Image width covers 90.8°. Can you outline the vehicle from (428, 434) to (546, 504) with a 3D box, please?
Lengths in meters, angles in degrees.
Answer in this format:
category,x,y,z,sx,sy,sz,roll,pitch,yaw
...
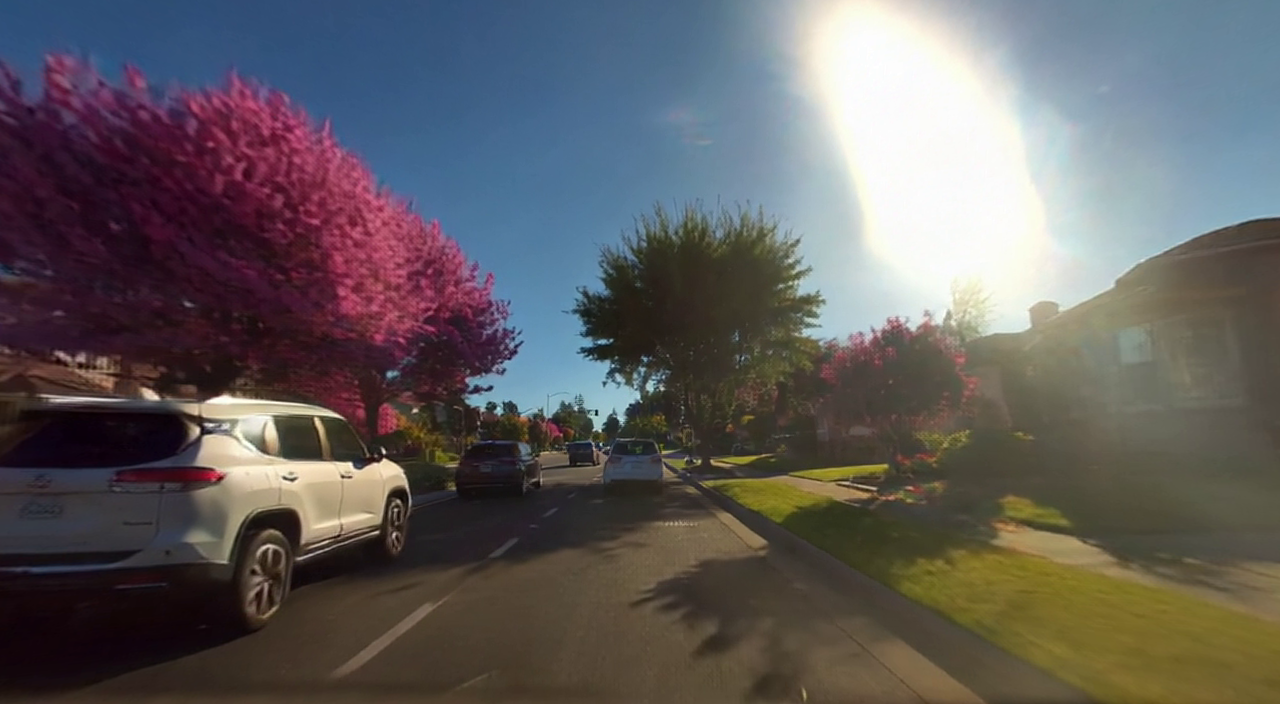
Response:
category,x,y,z,sx,sy,sz,roll,pitch,yaw
vehicle,-3.766,2.941,16.328,2.066,1.565,3.905,0,-8,0

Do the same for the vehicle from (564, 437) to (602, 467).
category,x,y,z,sx,sy,sz,roll,pitch,yaw
vehicle,-3.581,6.422,40.635,2.080,1.780,4.879,0,-8,-1

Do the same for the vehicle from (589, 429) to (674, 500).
category,x,y,z,sx,sy,sz,roll,pitch,yaw
vehicle,-0.200,2.935,16.820,1.997,1.636,3.760,0,-8,0

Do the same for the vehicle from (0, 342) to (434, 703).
category,x,y,z,sx,sy,sz,roll,pitch,yaw
vehicle,-3.700,1.245,5.752,2.161,1.919,4.798,0,-8,-2
